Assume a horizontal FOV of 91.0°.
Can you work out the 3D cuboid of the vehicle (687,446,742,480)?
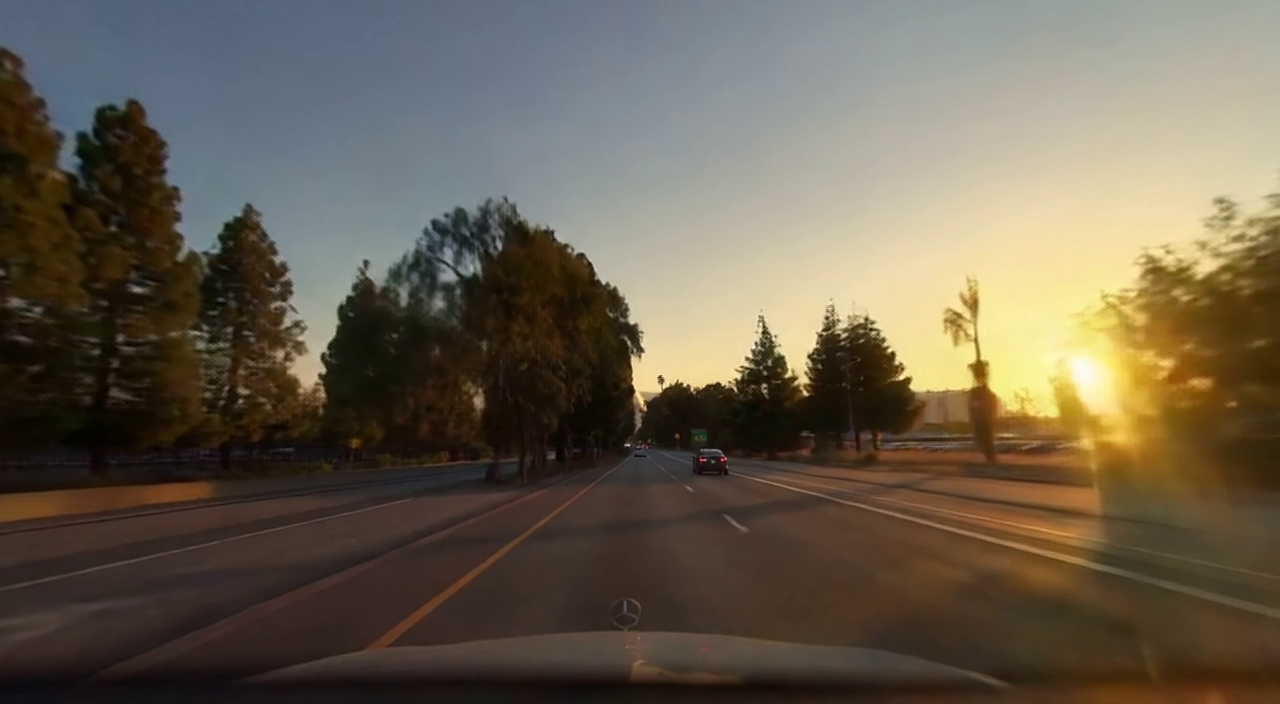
[{"bbox_3d":[3.606,5.461,31.284,2.115,1.522,4.330,0,-9,-1],"label":"vehicle"}]
